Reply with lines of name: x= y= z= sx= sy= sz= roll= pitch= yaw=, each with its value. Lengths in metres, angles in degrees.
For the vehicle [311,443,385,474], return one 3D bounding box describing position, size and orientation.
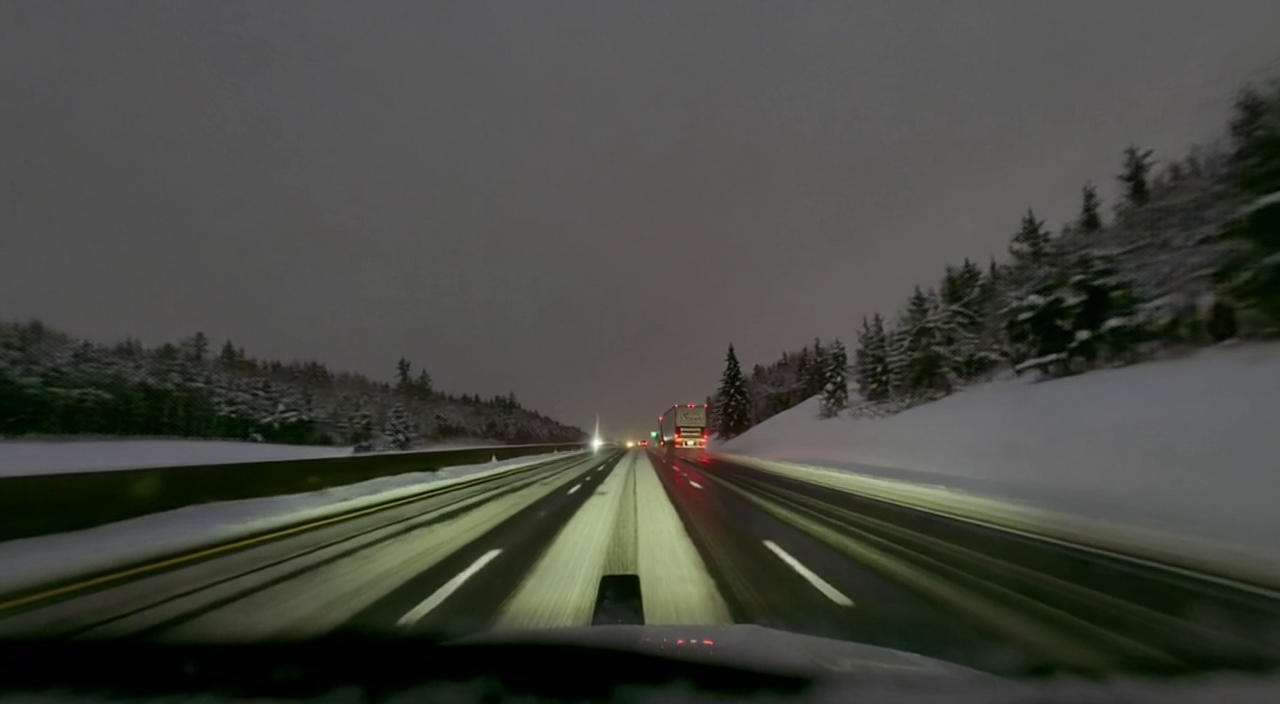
vehicle: x=-16.242 y=5.912 z=35.210 sx=1.925 sy=1.554 sz=4.674 roll=0 pitch=-8 yaw=0
